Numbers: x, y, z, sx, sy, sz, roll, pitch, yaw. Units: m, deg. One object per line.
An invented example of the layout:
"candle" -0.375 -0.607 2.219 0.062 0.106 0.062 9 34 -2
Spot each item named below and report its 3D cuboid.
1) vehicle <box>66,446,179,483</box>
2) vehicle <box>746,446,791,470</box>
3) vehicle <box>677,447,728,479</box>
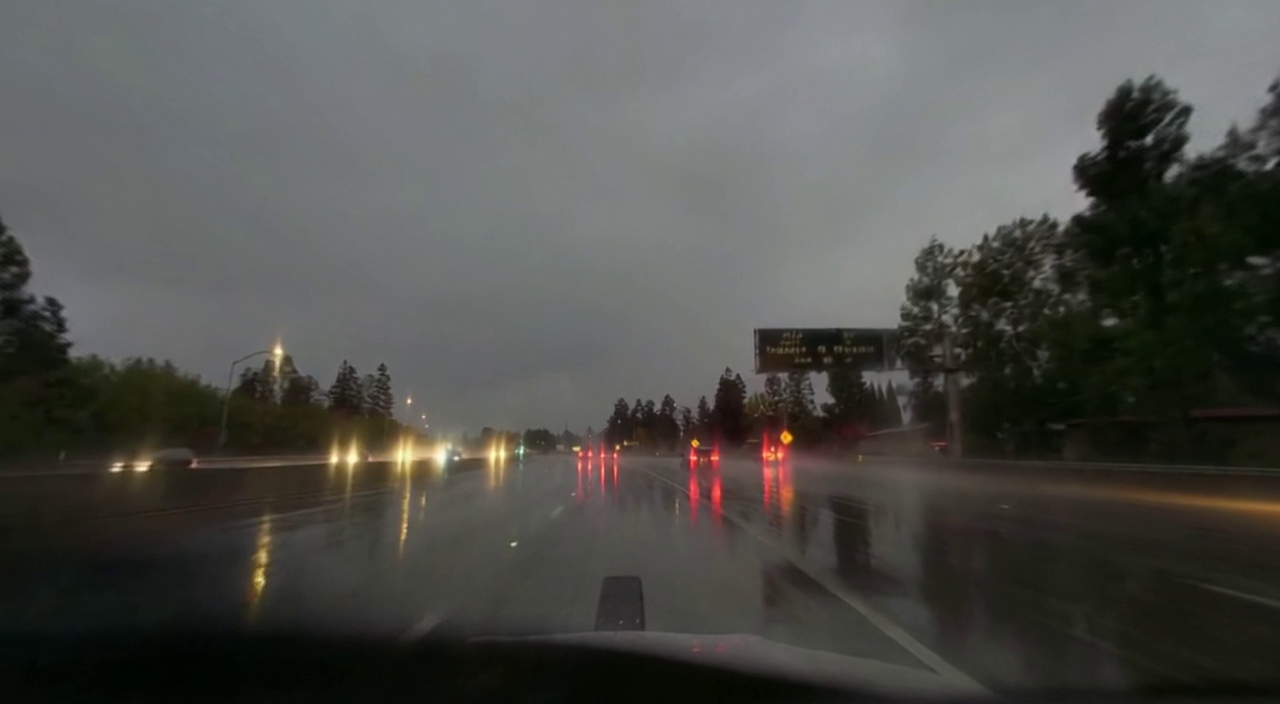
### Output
"vehicle" -28.991 6.328 35.573 2.106 1.879 5.124 0 -9 -2
"vehicle" 9.368 7.804 46.287 1.909 1.634 4.739 1 -9 -6
"vehicle" 3.206 5.808 33.122 1.975 1.562 3.823 1 -9 -5
